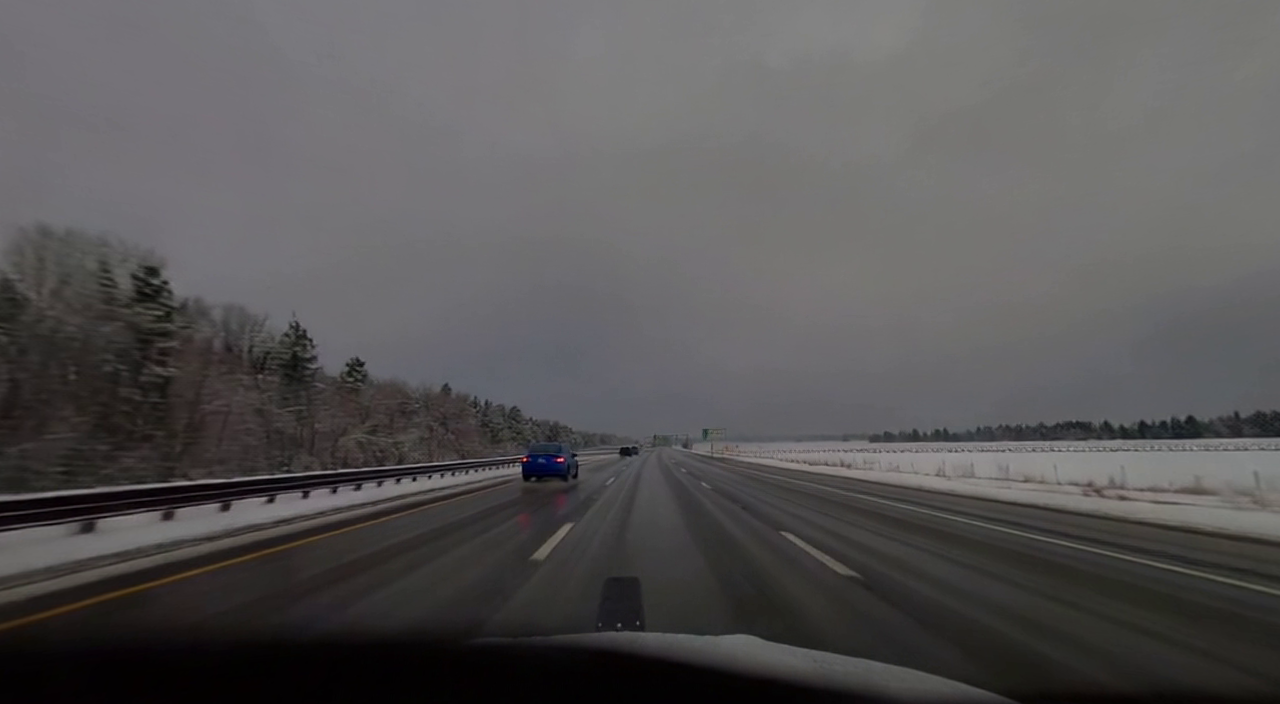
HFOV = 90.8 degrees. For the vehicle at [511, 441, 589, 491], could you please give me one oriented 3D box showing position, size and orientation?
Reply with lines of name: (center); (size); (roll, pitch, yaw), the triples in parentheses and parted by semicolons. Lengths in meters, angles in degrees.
vehicle: (-2.951, 3.846, 21.583); (1.945, 1.537, 4.294); (0, -9, 1)
